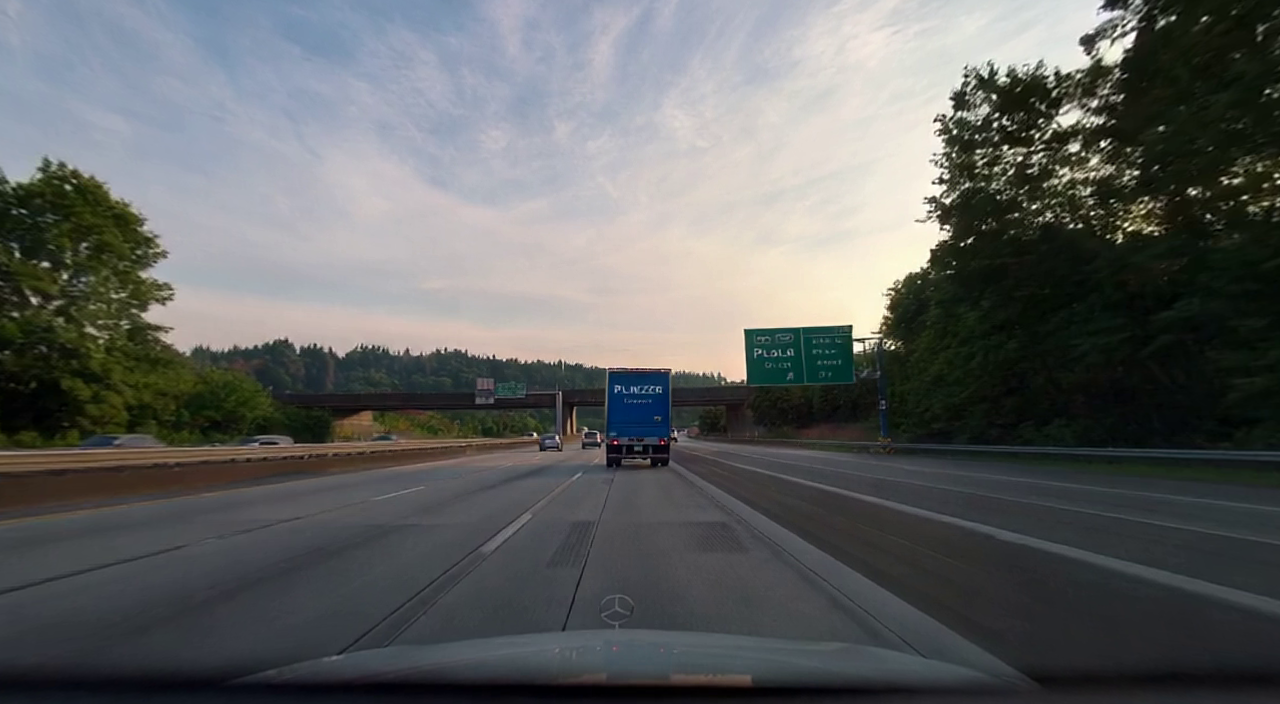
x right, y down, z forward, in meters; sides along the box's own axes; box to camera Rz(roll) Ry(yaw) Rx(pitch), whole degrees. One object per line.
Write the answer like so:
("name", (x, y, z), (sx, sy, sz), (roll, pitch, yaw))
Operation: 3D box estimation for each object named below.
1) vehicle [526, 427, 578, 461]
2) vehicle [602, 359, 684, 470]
("vehicle", (-4.760, 5.061, 34.762), (2.198, 1.712, 4.655), (0, -8, -1))
("vehicle", (-0.116, 3.023, 28.476), (2.926, 3.959, 11.818), (0, -8, -2))
